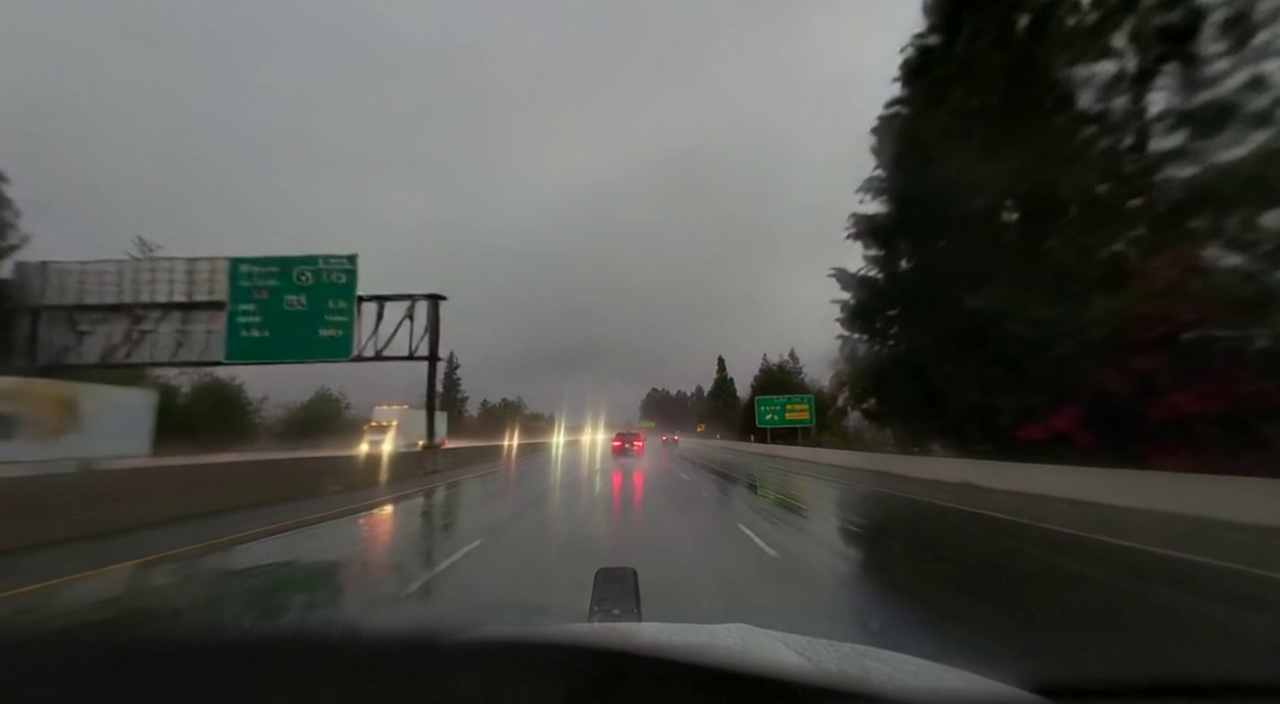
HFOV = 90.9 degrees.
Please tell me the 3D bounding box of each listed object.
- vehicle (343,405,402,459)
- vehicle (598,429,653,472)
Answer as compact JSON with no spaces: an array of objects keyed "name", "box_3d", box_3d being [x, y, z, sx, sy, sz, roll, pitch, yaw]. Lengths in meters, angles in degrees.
[{"name":"vehicle","box_3d":[-20.482,6.164,48.416,2.961,4.001,3.172,0,-8,0]},{"name":"vehicle","box_3d":[-0.579,3.979,25.740,2.094,1.600,3.666,0,-8,-1]}]
